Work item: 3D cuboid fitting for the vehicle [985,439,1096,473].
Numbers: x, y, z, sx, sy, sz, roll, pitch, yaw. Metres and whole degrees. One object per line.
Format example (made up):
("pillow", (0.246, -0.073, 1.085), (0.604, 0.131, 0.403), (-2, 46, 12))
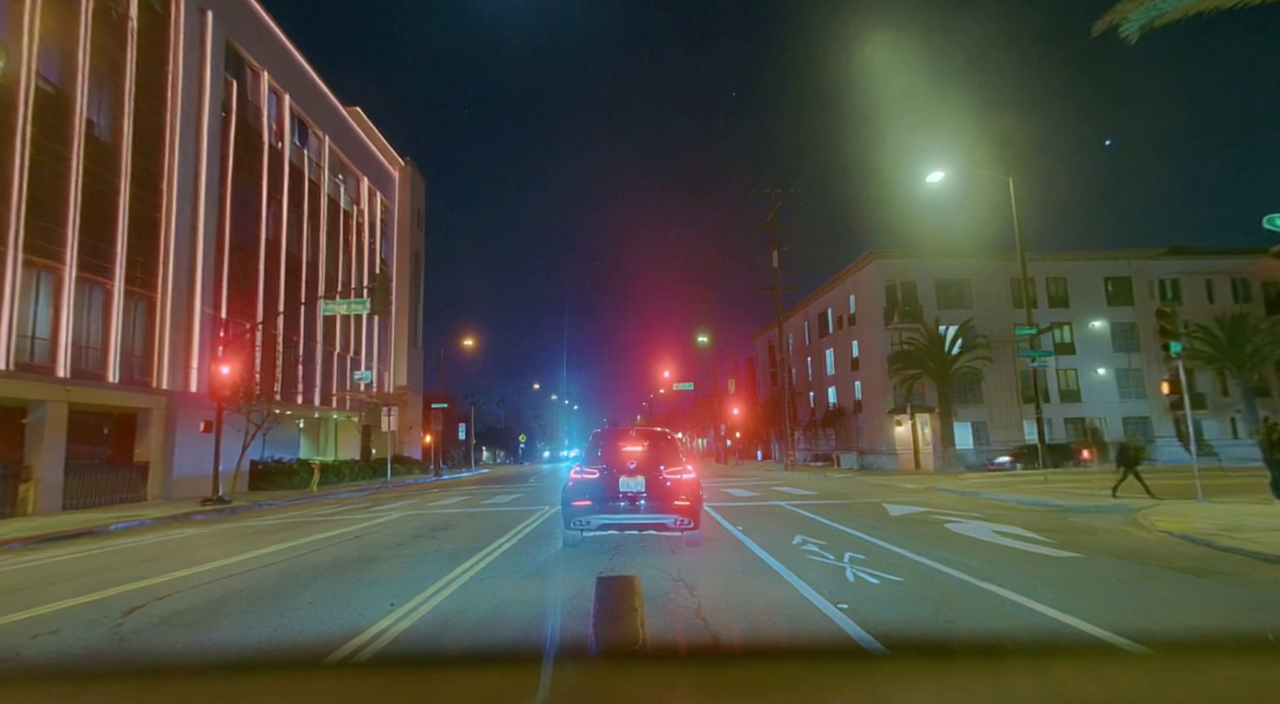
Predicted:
("vehicle", (21.723, 5.657, 34.404), (4.649, 1.760, 2.029), (0, -8, 0))

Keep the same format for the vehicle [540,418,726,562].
("vehicle", (-0.081, 1.872, 9.231), (2.144, 1.643, 3.770), (0, -8, 0))

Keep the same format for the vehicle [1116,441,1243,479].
("vehicle", (24.341, 4.861, 28.604), (4.118, 1.593, 2.004), (1, -8, -8))
